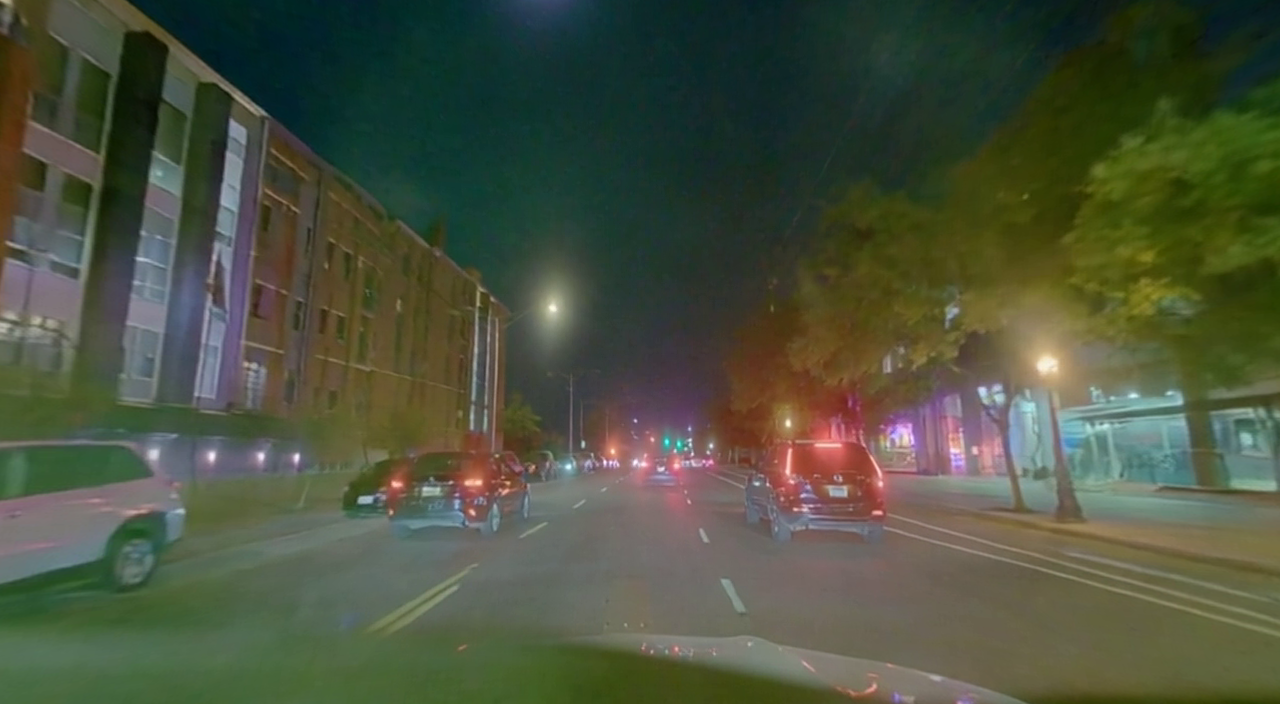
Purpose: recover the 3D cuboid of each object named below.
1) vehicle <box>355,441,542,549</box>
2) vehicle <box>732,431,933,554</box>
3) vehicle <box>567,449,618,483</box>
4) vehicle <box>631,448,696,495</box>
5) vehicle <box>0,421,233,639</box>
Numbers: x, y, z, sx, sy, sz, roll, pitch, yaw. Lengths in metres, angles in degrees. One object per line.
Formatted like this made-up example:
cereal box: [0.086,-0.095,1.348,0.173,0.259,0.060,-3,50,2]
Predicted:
vehicle: [-3.221,2.457,11.617,2.085,1.619,3.976,0,-8,2]
vehicle: [3.057,2.311,11.185,2.094,1.709,4.394,0,-8,-1]
vehicle: [-2.283,5.666,31.749,2.019,1.507,4.643,-1,-8,3]
vehicle: [0.826,4.260,22.932,2.139,1.466,4.373,0,-8,1]
vehicle: [-6.131,1.487,5.491,2.093,1.724,4.333,-1,-8,3]
